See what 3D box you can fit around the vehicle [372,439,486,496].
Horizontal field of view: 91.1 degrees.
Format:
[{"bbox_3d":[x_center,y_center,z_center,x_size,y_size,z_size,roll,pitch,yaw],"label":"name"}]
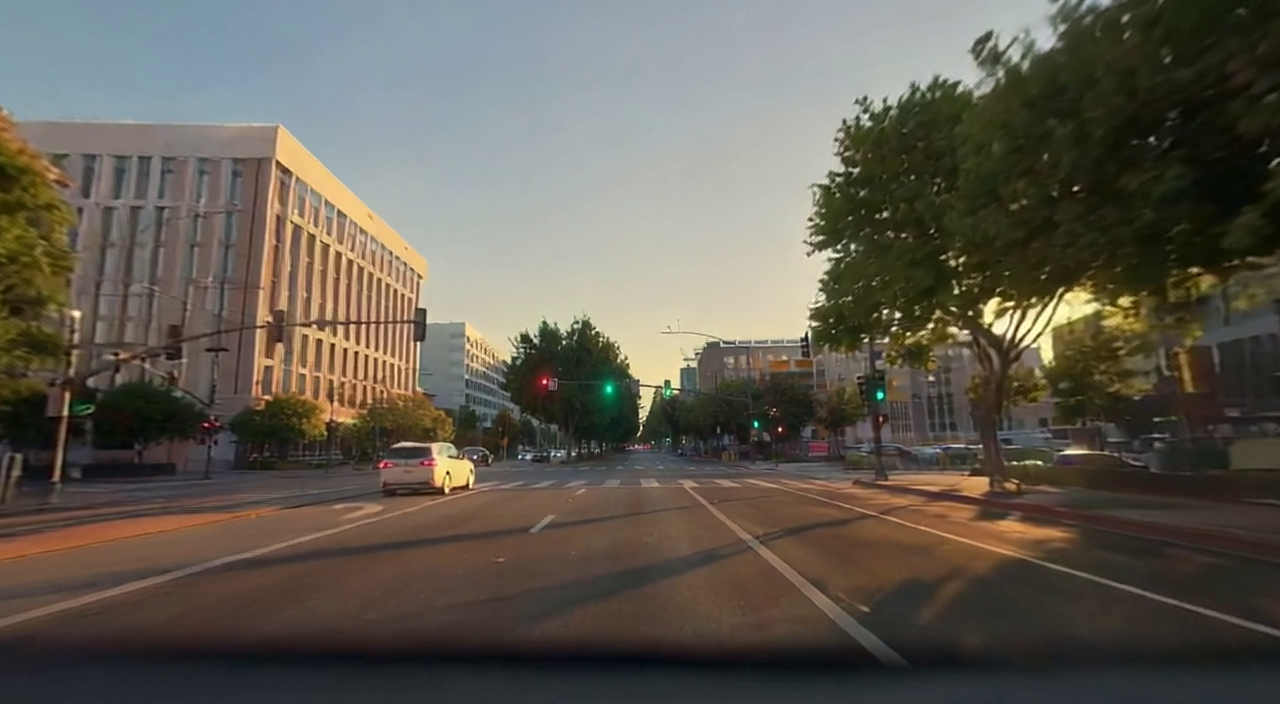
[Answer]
[{"bbox_3d":[-6.478,3.586,19.952,1.876,1.570,4.980,0,-9,0],"label":"vehicle"}]
